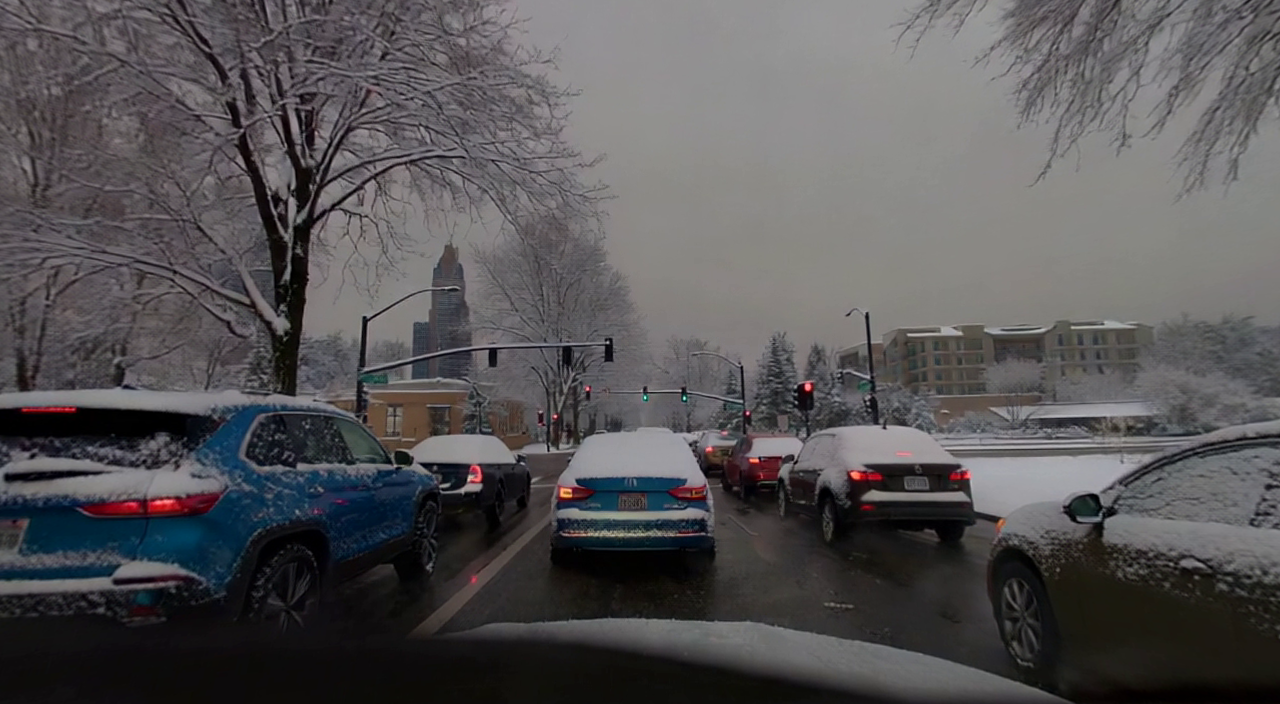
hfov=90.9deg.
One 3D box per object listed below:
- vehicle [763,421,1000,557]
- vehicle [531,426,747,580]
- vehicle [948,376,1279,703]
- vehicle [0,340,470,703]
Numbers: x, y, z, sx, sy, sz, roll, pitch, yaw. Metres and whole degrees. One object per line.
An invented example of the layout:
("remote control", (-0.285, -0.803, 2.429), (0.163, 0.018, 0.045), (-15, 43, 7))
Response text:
("vehicle", (3.413, 2.019, 10.023), (2.040, 1.647, 4.379), (0, -9, 0))
("vehicle", (-0.037, 1.802, 8.318), (2.147, 1.507, 3.953), (0, -8, -1))
("vehicle", (3.329, 0.961, 2.831), (1.899, 1.588, 3.888), (0, -9, 0))
("vehicle", (-3.143, 1.163, 5.059), (2.168, 1.750, 4.625), (-1, -9, 1))
